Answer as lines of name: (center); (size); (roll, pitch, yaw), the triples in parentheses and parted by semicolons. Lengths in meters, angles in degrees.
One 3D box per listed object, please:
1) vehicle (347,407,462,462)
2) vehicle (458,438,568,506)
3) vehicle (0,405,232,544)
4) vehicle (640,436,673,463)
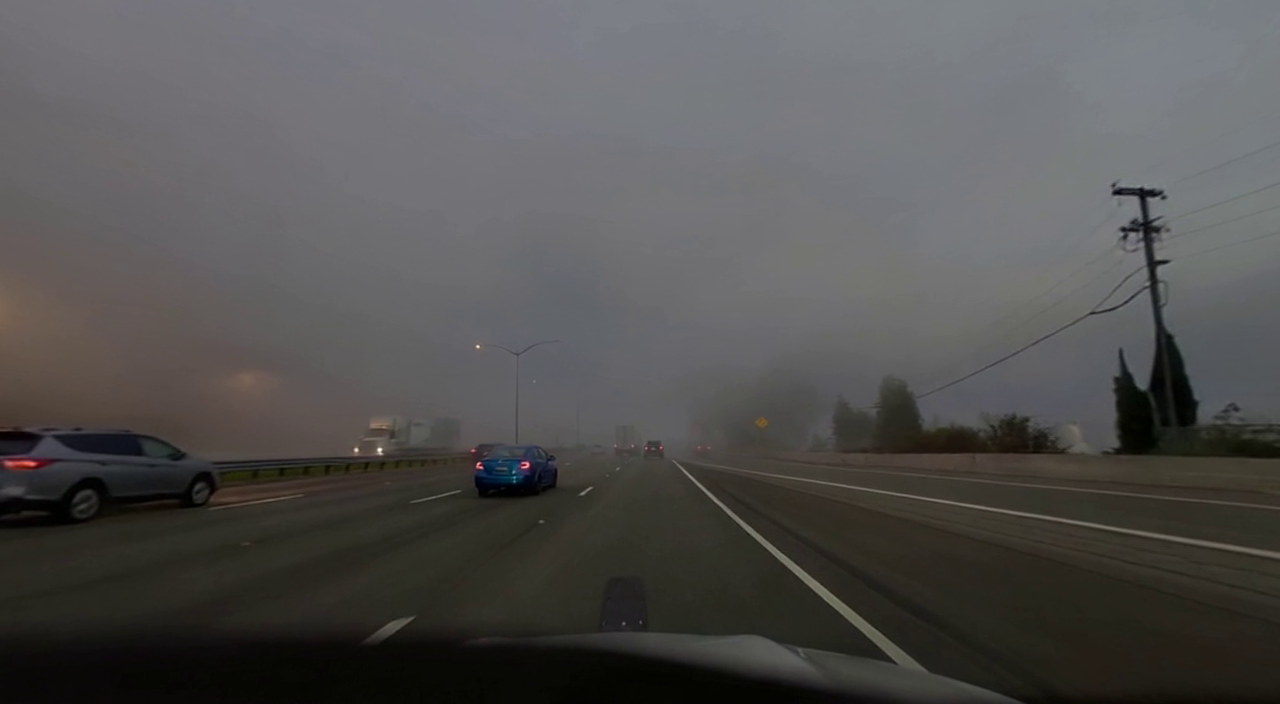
vehicle: (-17.183, 6.358, 47.778); (2.988, 3.555, 13.842); (-1, -8, 2)
vehicle: (-3.105, 2.999, 16.192); (1.953, 1.511, 3.704); (-1, -8, 2)
vehicle: (-10.216, 2.139, 11.629); (2.053, 2.002, 4.800); (0, -8, 1)
vehicle: (1.282, 7.467, 48.194); (2.373, 1.935, 4.448); (-1, -8, 2)
